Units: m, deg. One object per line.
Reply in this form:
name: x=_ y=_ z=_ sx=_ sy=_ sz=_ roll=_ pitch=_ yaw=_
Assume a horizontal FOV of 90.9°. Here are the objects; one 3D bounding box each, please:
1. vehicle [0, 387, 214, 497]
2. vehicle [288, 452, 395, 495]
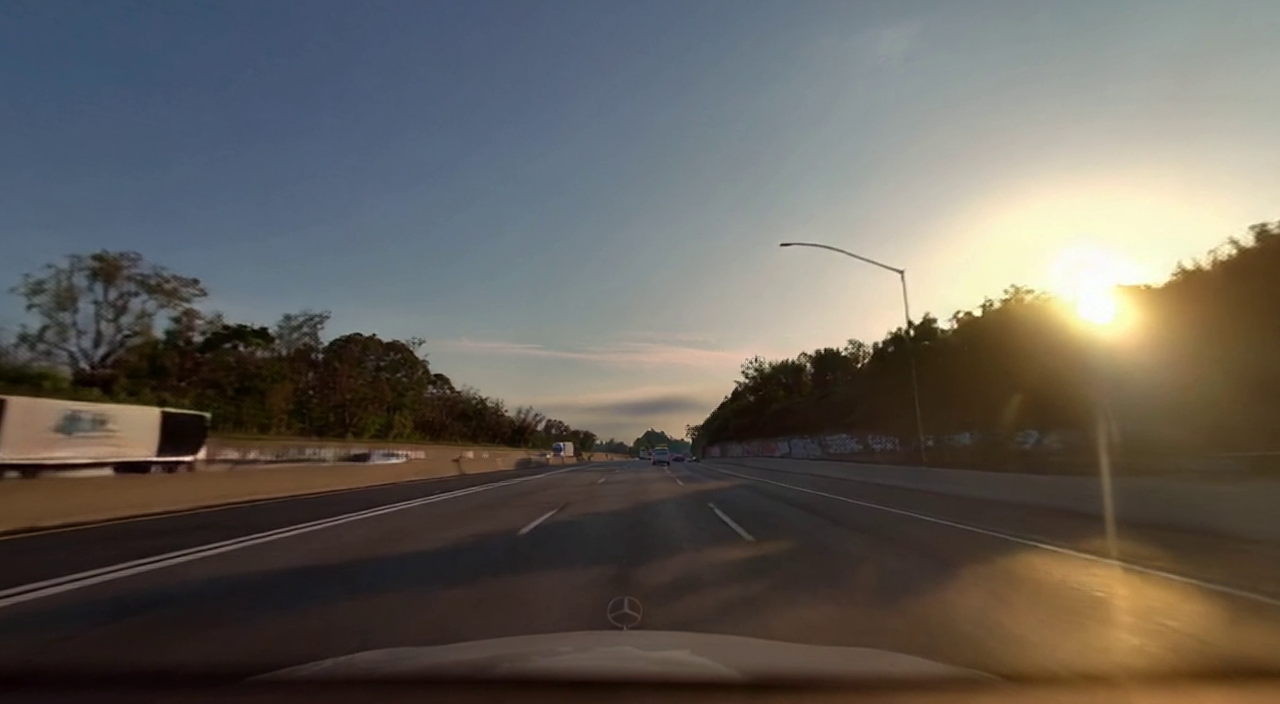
vehicle: x=-25.222 y=3.882 z=26.810 sx=2.885 sy=4.105 sz=14.085 roll=-1 pitch=-9 yaw=7
vehicle: x=-12.037 y=4.884 z=25.799 sx=2.025 sy=1.564 sz=4.626 roll=0 pitch=-9 yaw=1
